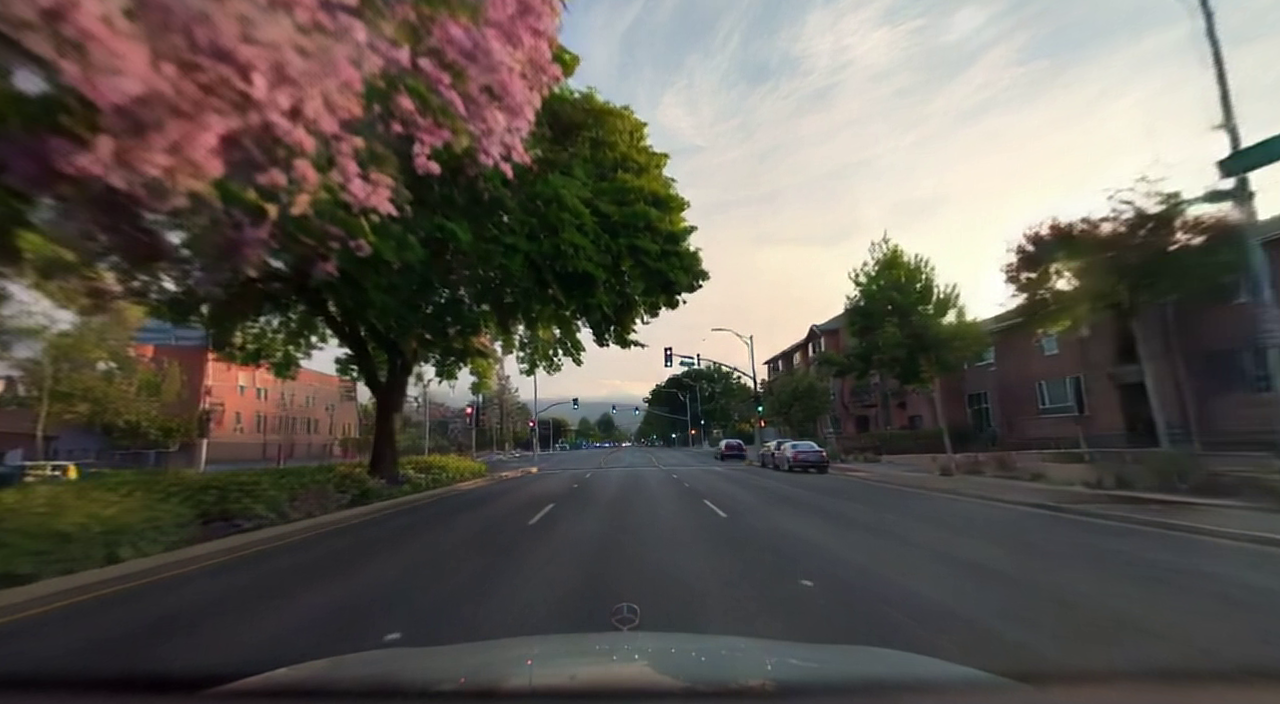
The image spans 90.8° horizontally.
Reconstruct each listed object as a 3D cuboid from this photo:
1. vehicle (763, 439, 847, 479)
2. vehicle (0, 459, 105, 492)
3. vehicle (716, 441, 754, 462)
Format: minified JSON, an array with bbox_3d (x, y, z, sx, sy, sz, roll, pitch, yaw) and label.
[{"bbox_3d":[6.519,4.278,25.588,1.891,1.456,4.909,0,-8,-3],"label":"vehicle"},{"bbox_3d":[-34.963,7.184,37.089,1.985,1.691,5.024,-3,-9,16],"label":"vehicle"},{"bbox_3d":[6.741,7.098,45.228,2.032,1.449,4.413,0,-8,0],"label":"vehicle"}]
